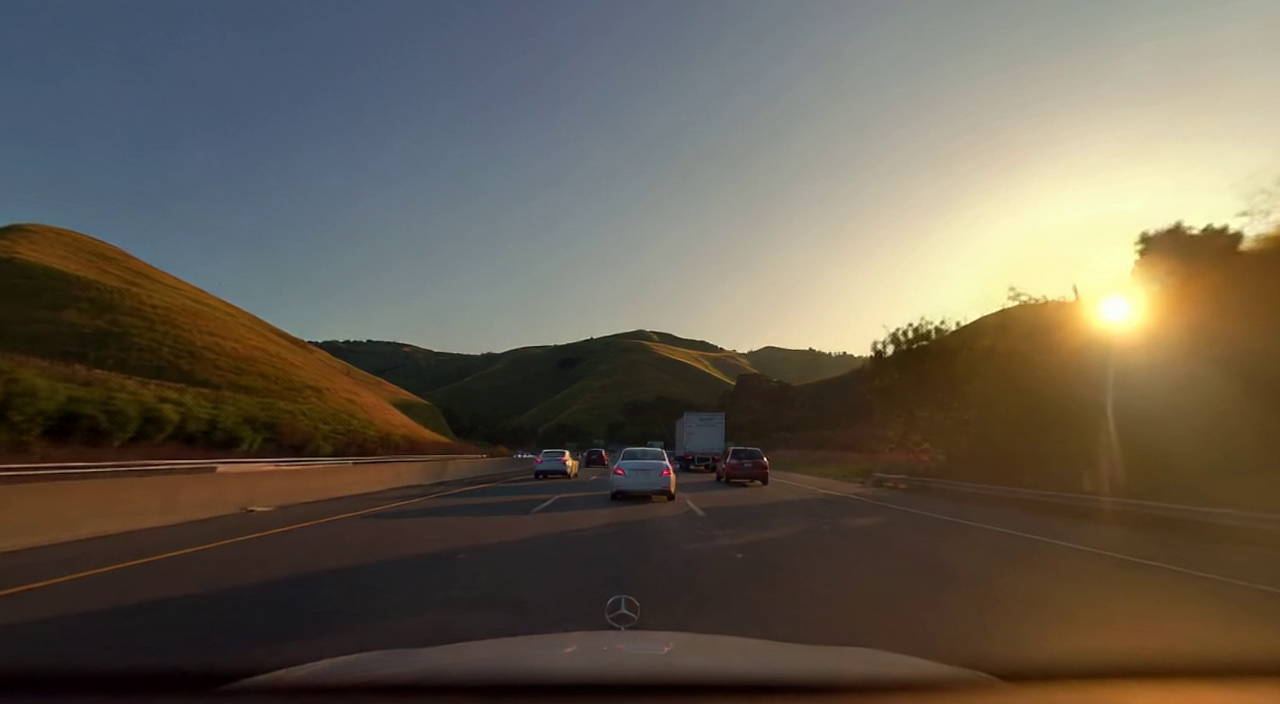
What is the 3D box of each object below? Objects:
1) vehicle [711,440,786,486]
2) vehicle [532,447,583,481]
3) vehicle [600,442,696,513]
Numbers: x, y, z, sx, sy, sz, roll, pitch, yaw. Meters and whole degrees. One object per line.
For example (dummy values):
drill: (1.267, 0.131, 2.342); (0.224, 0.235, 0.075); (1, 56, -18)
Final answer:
vehicle: (4.050, 4.254, 24.318); (2.029, 1.579, 4.484); (0, -9, -1)
vehicle: (-3.844, 5.311, 30.114); (1.848, 1.486, 3.832); (0, -9, 1)
vehicle: (0.168, 2.964, 15.274); (2.041, 1.484, 3.535); (0, -9, 0)
